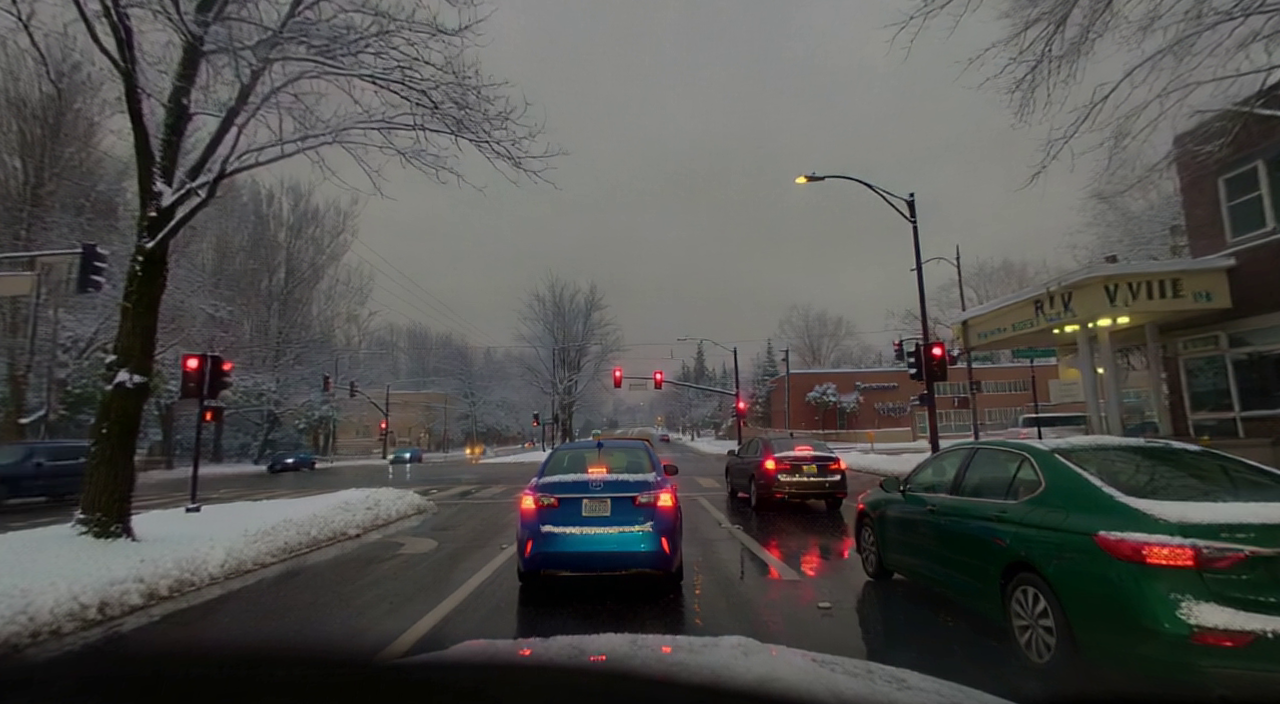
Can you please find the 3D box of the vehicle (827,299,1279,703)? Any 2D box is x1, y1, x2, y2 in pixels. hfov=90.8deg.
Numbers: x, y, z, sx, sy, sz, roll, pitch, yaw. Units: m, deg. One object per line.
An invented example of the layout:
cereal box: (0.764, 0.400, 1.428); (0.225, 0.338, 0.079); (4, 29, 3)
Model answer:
vehicle: (3.578, 1.108, 5.058); (2.572, 1.945, 5.065); (0, -8, 0)

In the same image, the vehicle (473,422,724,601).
vehicle: (-0.375, 1.655, 7.409); (2.143, 1.520, 3.848); (0, -8, -1)

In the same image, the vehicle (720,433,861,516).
vehicle: (3.152, 2.666, 14.306); (2.026, 1.549, 4.559); (0, -8, -1)

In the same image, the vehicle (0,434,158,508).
vehicle: (-17.940, 3.476, 18.943); (2.308, 1.903, 5.813); (0, -8, 0)

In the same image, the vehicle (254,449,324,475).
vehicle: (-22.019, 6.877, 39.856); (1.863, 1.496, 4.389); (0, -8, 1)
